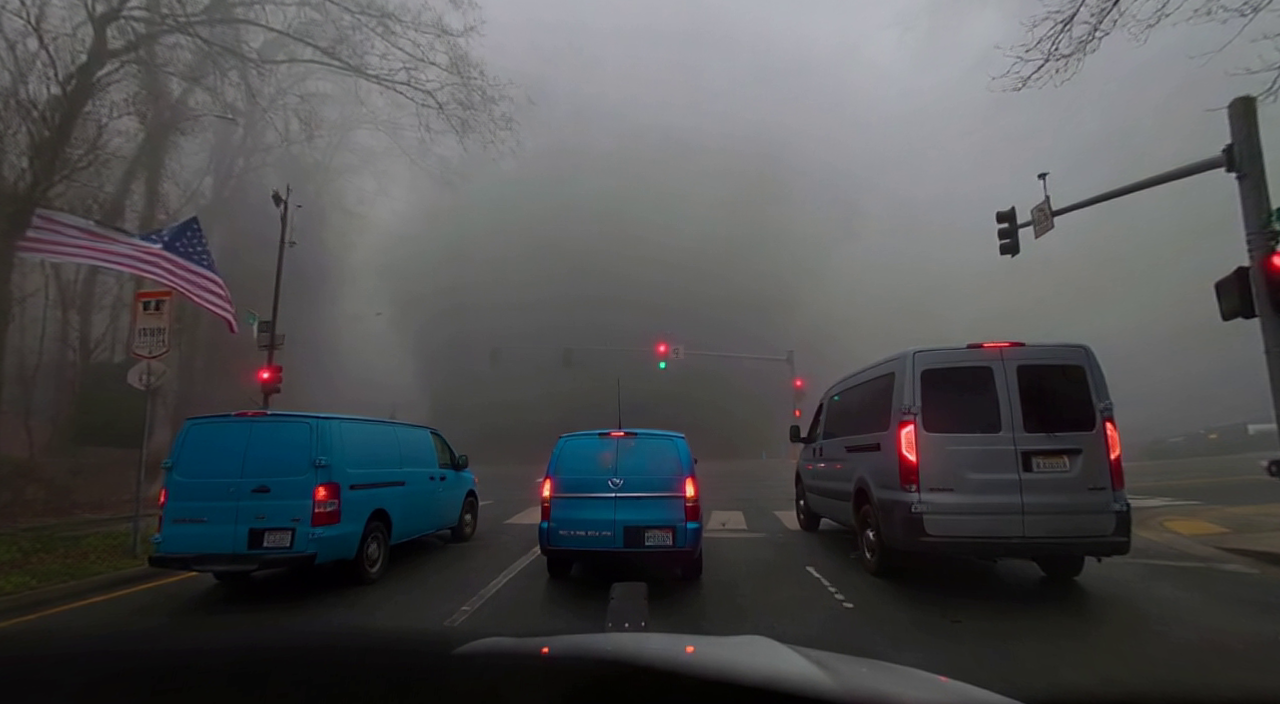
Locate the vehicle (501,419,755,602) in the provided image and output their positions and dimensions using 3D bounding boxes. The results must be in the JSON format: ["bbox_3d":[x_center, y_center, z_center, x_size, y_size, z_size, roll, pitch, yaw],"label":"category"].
[{"bbox_3d":[-0.136,1.621,7.344,2.098,1.494,4.118,0,-9,-1],"label":"vehicle"}]

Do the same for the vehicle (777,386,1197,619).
[{"bbox_3d":[3.092,1.462,7.018,2.178,1.746,4.400,0,-9,1],"label":"vehicle"}]

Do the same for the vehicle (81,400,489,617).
[{"bbox_3d":[-3.303,1.529,7.031,2.024,1.677,3.998,-1,-9,3],"label":"vehicle"}]
